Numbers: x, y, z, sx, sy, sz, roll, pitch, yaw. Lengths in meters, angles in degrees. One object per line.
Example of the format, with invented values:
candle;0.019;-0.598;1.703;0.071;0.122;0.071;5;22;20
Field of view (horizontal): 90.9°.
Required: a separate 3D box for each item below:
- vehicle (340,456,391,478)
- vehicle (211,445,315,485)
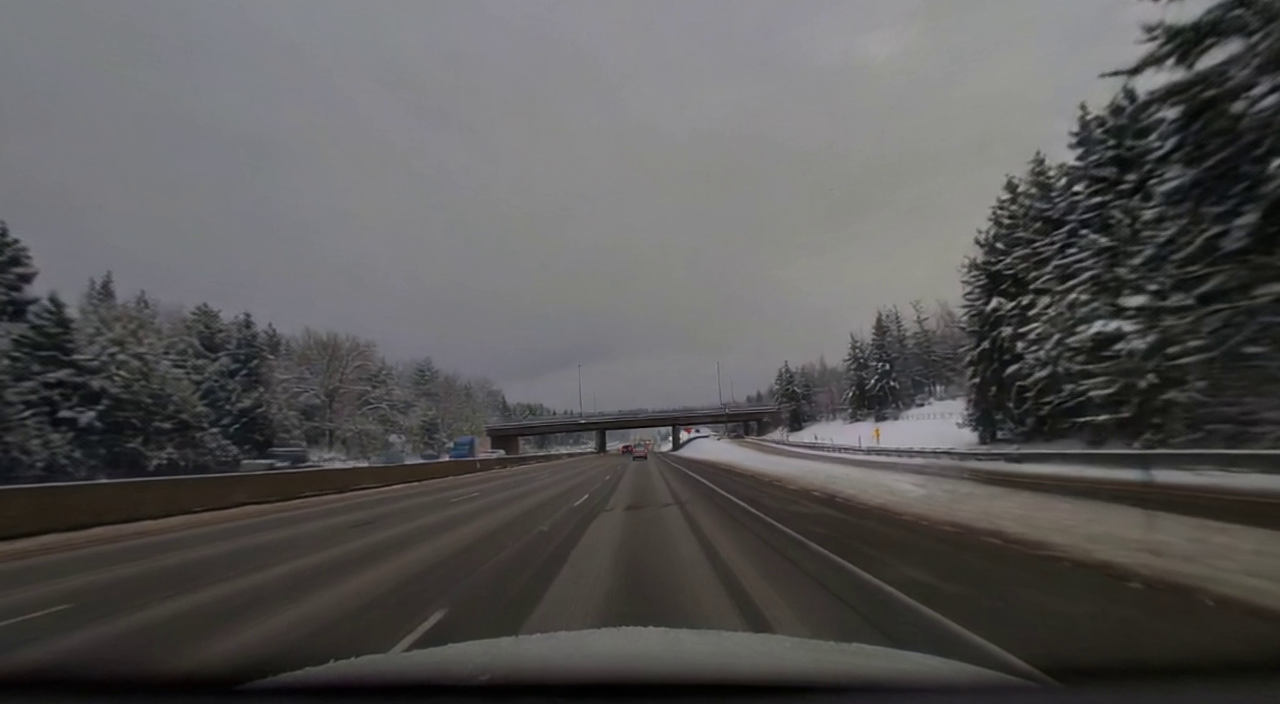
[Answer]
vehicle;-20.420;8.553;47.048;1.770;1.473;4.573;-1;-9;0
vehicle;-24.331;7.312;41.143;2.557;2.321;6.654;-1;-9;1
